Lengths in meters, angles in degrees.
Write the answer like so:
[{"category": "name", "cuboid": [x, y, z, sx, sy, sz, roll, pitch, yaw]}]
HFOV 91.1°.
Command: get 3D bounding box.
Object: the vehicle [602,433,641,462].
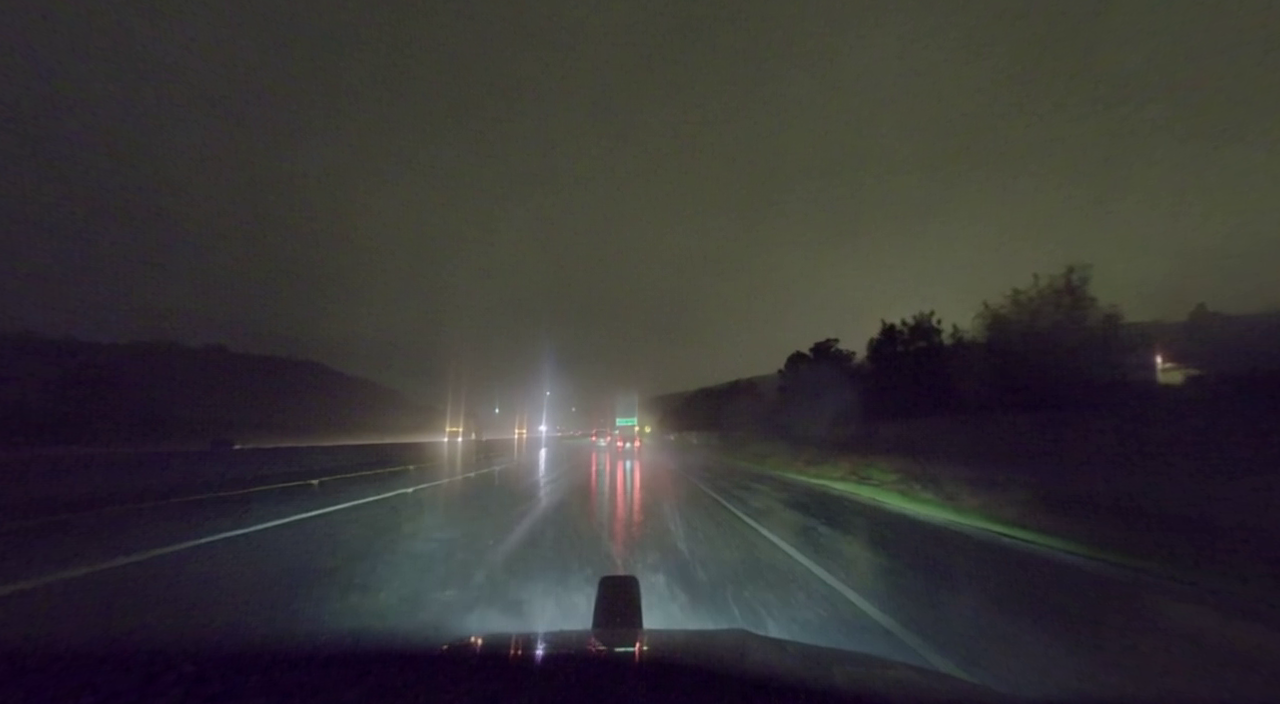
[{"category": "vehicle", "cuboid": [-1.008, 5.155, 34.147, 1.948, 1.470, 3.913, 0, -8, -2]}]
